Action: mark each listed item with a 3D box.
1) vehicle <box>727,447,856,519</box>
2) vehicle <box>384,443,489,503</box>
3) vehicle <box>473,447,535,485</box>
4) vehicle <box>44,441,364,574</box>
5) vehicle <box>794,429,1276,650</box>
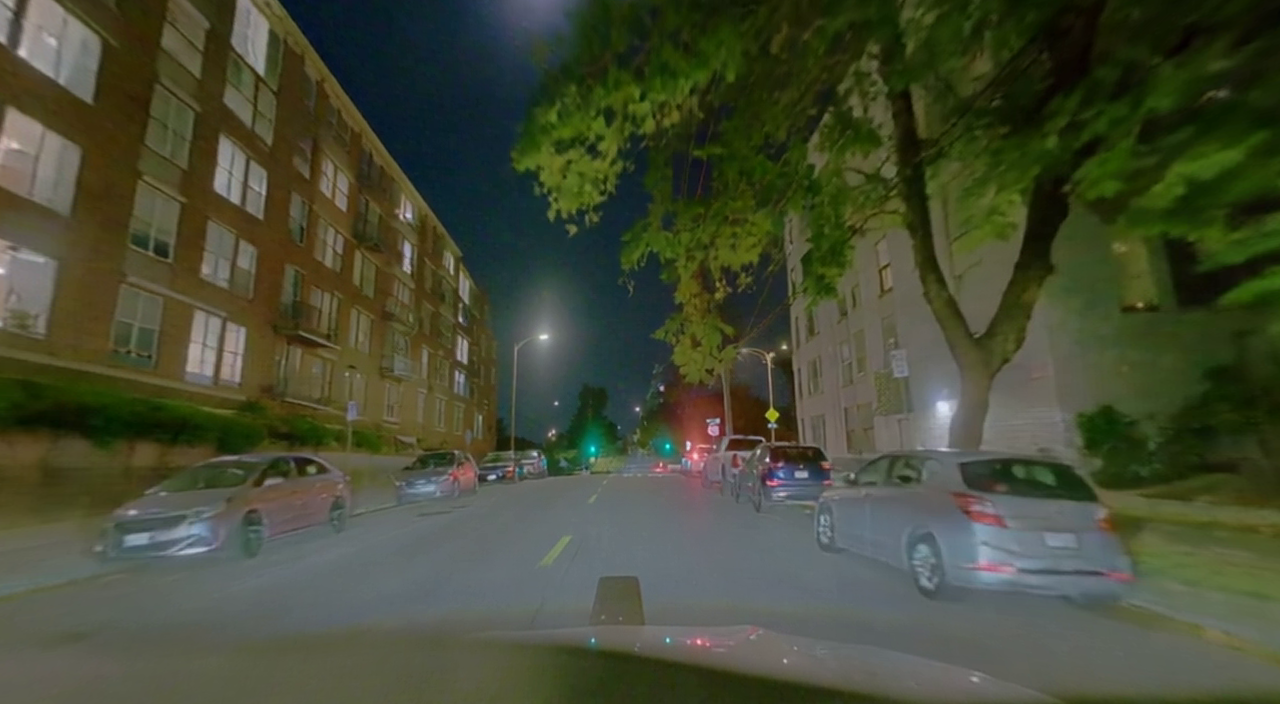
[{"bbox_3d":[3.506,3.100,15.619,1.925,1.489,4.655,0,-9,-2],"label":"vehicle"},{"bbox_3d":[-6.456,3.861,20.600,1.947,1.707,4.352,0,-9,0],"label":"vehicle"},{"bbox_3d":[-6.477,5.461,30.574,2.069,1.647,4.359,-1,-9,0],"label":"vehicle"},{"bbox_3d":[-6.456,2.291,10.197,2.100,1.640,4.341,0,-9,-1],"label":"vehicle"},{"bbox_3d":[3.372,1.677,6.953,1.948,1.502,5.013,0,-9,-2],"label":"vehicle"}]
